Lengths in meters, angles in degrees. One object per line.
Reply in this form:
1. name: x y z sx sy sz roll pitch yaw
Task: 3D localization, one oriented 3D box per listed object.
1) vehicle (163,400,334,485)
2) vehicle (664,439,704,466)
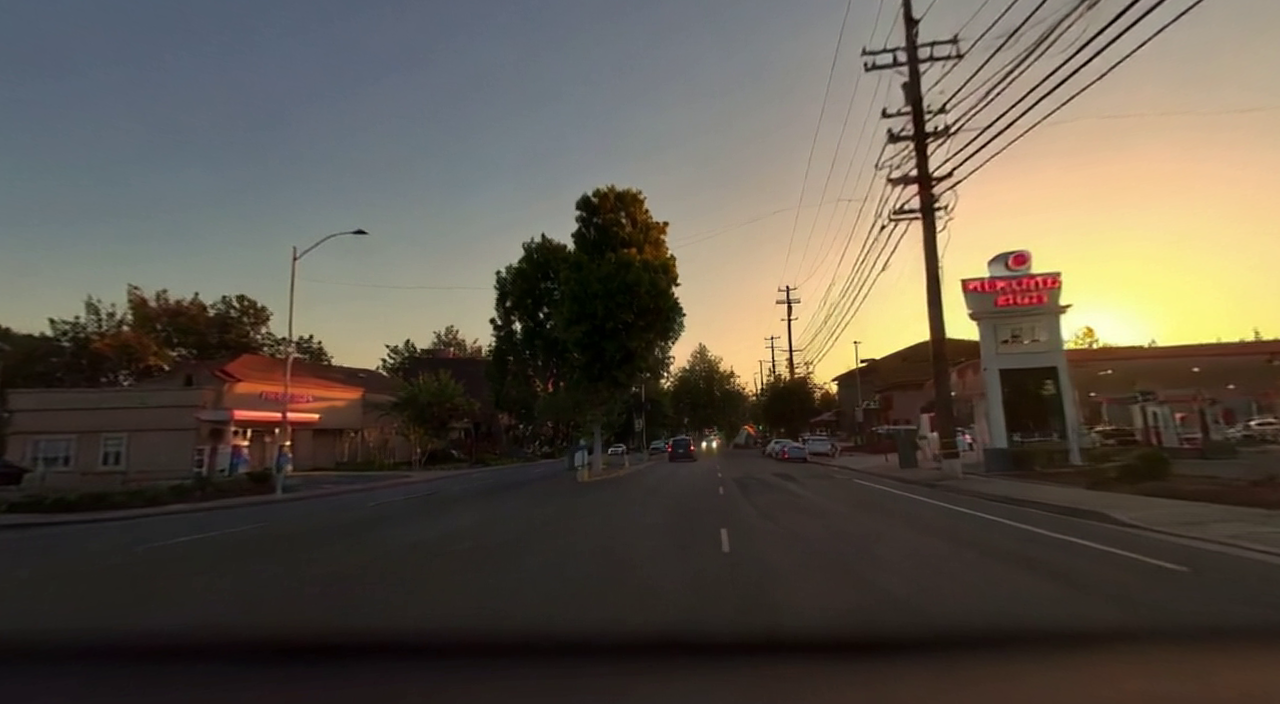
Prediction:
1. vehicle: -18.646 4.443 30.901 2.923 3.546 7.640 -2 -8 5
2. vehicle: 2.696 5.996 37.806 2.073 1.525 3.968 -2 -8 8
